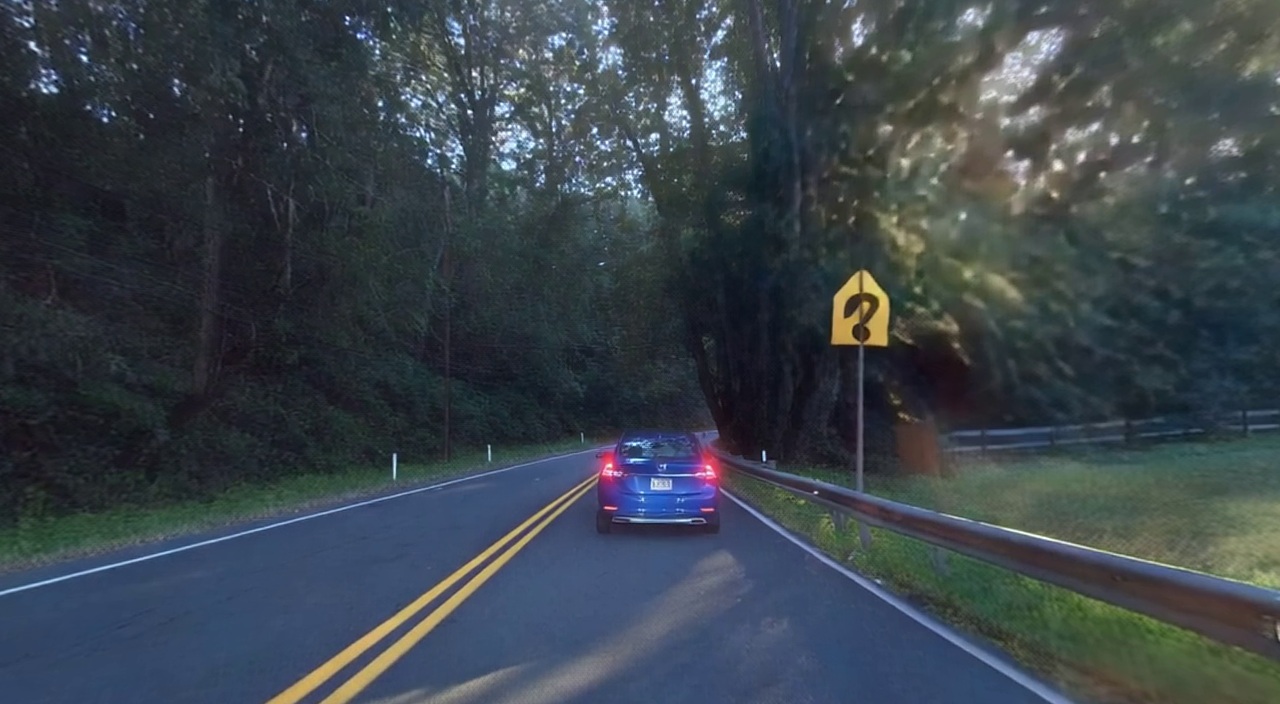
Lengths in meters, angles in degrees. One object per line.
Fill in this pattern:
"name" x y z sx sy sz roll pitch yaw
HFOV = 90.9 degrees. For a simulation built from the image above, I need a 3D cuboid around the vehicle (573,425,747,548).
"vehicle" 0.272 1.978 9.862 2.187 1.533 3.726 0 -8 1
